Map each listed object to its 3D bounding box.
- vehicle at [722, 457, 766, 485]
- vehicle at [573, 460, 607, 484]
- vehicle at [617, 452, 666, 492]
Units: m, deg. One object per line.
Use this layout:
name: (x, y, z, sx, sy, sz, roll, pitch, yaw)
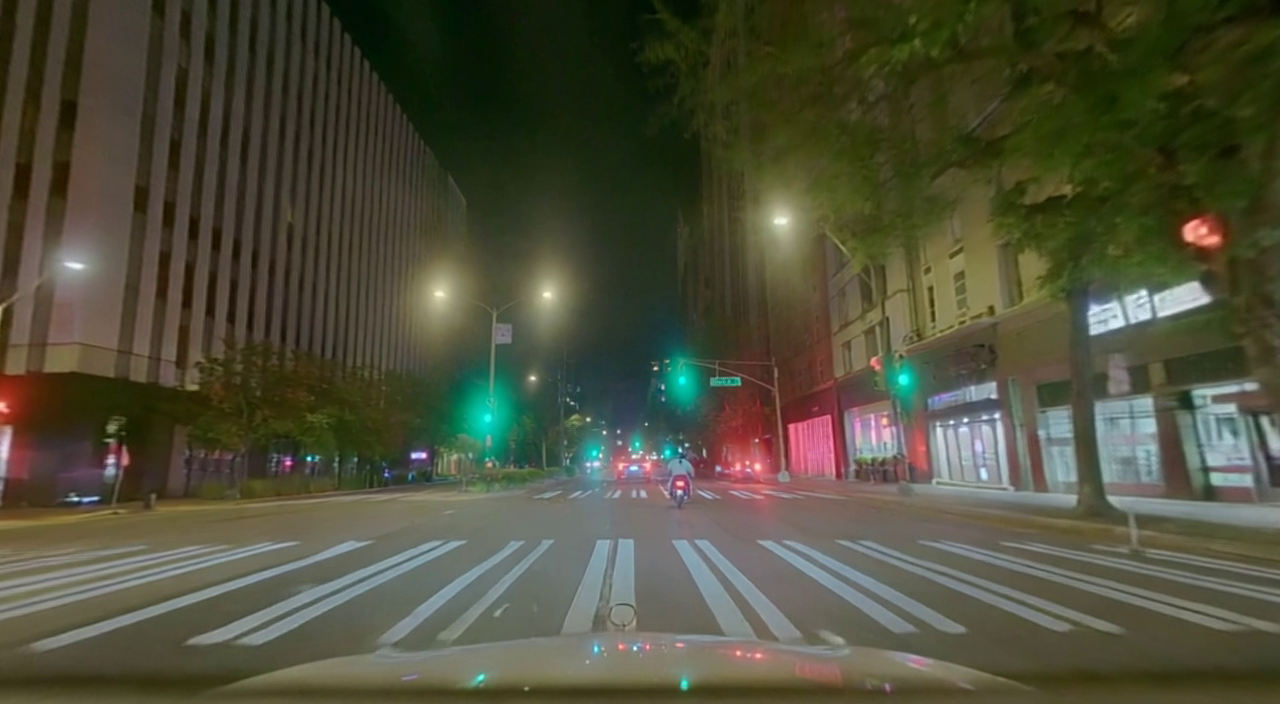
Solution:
vehicle: (6.729, 7.691, 41.119, 2.069, 1.590, 4.066, 0, -9, -1)
vehicle: (-3.328, 8.045, 42.591, 2.014, 1.470, 4.552, 0, -9, -1)
vehicle: (-0.004, 5.797, 30.944, 2.223, 1.775, 4.250, 0, -9, -1)
